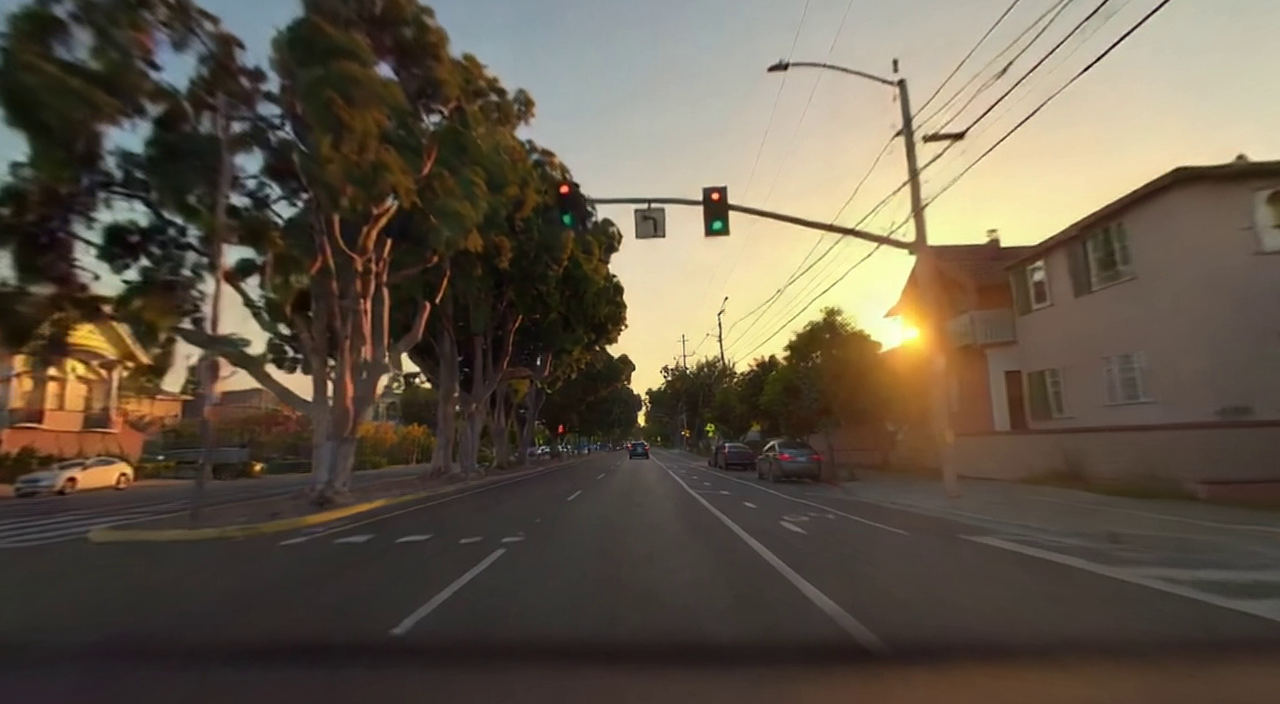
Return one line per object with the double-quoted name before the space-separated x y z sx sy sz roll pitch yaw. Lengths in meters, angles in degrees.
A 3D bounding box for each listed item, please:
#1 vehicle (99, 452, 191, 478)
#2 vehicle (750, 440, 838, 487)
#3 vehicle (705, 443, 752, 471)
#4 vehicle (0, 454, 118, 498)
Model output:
"vehicle" -37.915 8.653 48.456 4.982 1.915 2.401 0 -8 0
"vehicle" 5.697 4.172 24.055 2.066 1.552 4.799 0 -8 -1
"vehicle" 5.496 6.567 39.919 2.131 1.604 5.543 0 -8 0
"vehicle" -25.819 5.348 27.676 1.912 1.681 4.625 0 -9 -1
